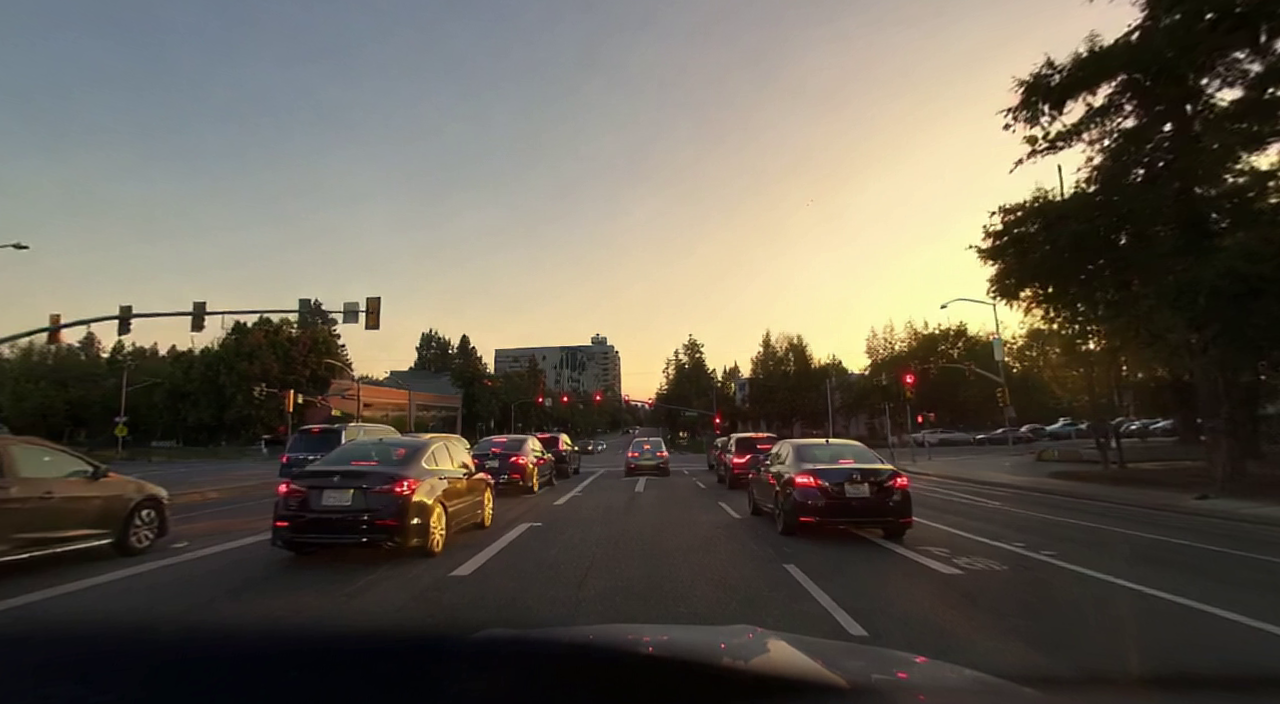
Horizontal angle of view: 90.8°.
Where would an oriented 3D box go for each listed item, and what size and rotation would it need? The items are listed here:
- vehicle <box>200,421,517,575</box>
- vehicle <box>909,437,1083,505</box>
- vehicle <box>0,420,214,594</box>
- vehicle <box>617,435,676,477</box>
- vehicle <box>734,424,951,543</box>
[{"bbox_3d":[-3.188,1.767,8.457,2.139,1.478,4.510,0,-9,0],"label":"vehicle"},{"bbox_3d":[8.933,3.005,16.457,2.004,1.499,4.679,0,-9,3],"label":"vehicle"},{"bbox_3d":[-6.565,1.393,5.810,2.066,1.482,4.547,0,-9,1],"label":"vehicle"},{"bbox_3d":[0.200,4.034,24.701,2.114,1.482,4.056,0,-9,-1],"label":"vehicle"},{"bbox_3d":[2.860,1.985,10.181,2.002,1.474,4.528,0,-9,0],"label":"vehicle"}]
